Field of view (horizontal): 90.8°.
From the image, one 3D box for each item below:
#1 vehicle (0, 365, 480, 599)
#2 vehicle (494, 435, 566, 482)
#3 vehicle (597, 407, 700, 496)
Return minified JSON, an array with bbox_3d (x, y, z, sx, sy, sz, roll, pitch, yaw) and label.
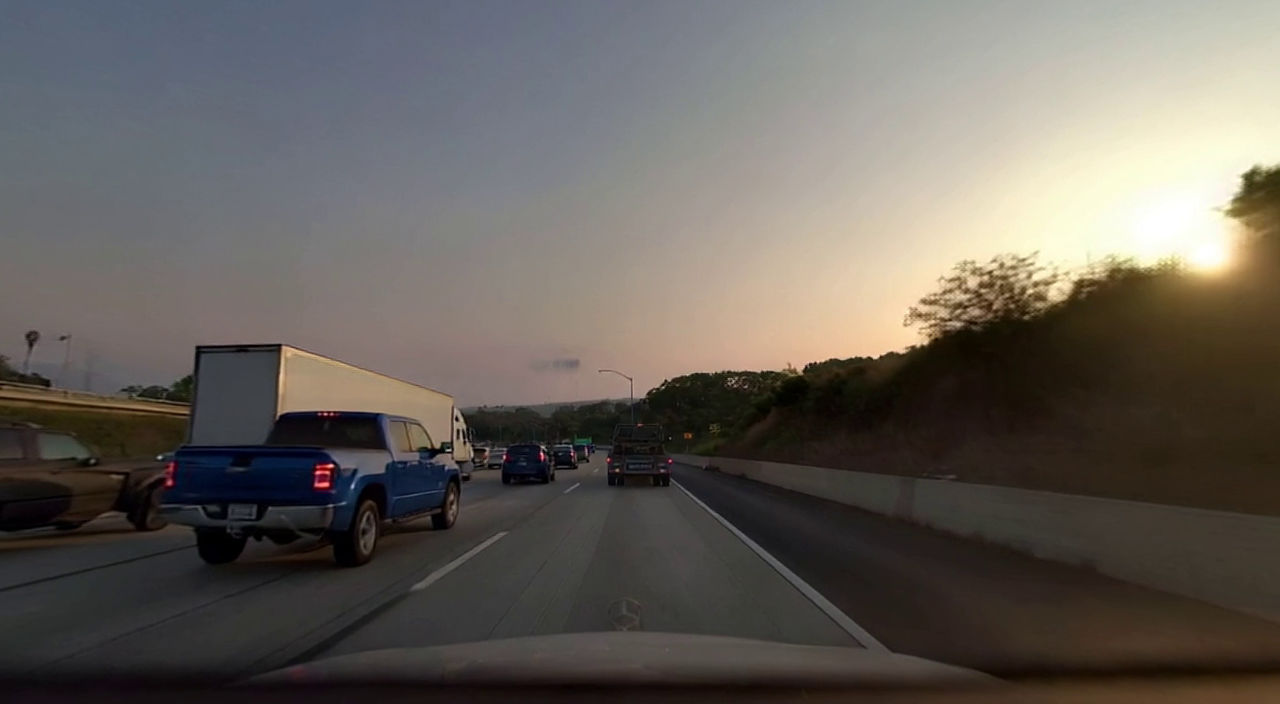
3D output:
[{"bbox_3d":[-4.153,1.520,8.251,2.575,1.958,5.730,0,-9,0],"label":"vehicle"},{"bbox_3d":[-4.705,4.661,27.852,2.329,1.859,4.823,0,-9,0],"label":"vehicle"},{"bbox_3d":[0.129,3.396,21.737,2.886,2.471,7.692,0,-9,-2],"label":"vehicle"}]
